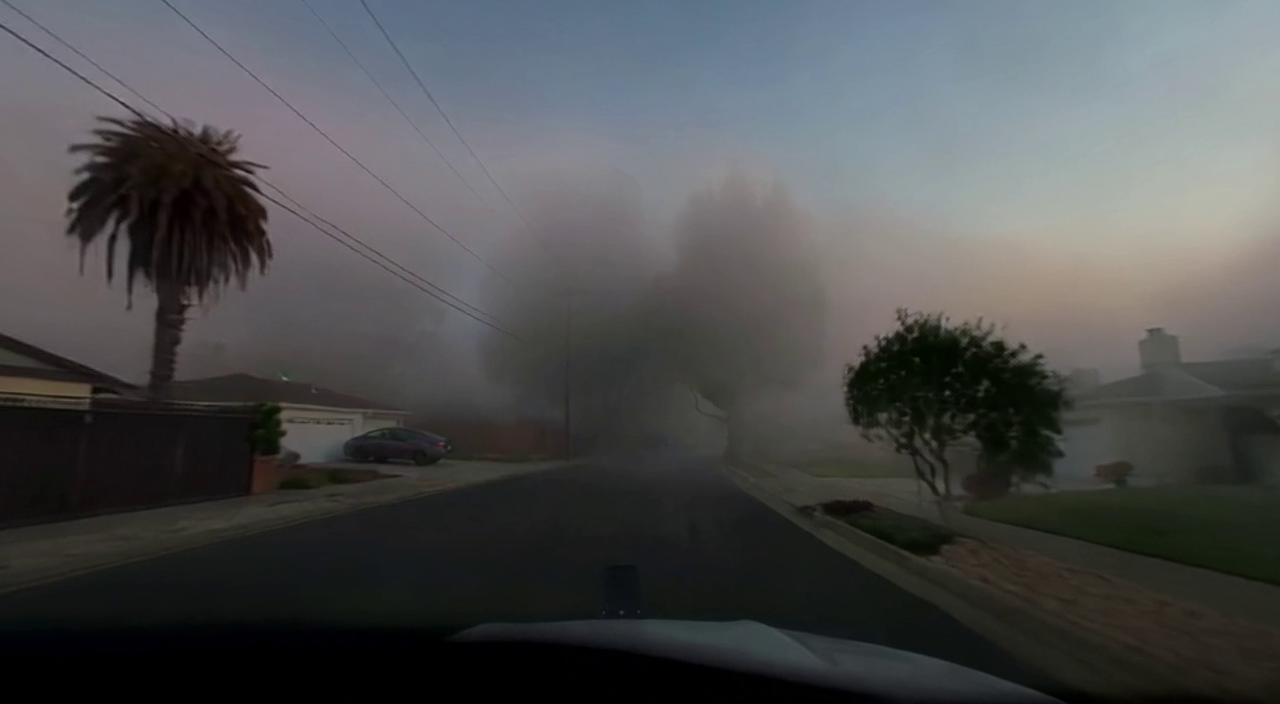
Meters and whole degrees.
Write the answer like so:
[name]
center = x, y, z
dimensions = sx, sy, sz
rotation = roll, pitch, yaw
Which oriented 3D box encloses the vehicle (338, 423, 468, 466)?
[vehicle]
center = -11.572, 4.566, 31.158
dimensions = 5.497, 1.983, 2.191
rotation = 0, -9, 3
